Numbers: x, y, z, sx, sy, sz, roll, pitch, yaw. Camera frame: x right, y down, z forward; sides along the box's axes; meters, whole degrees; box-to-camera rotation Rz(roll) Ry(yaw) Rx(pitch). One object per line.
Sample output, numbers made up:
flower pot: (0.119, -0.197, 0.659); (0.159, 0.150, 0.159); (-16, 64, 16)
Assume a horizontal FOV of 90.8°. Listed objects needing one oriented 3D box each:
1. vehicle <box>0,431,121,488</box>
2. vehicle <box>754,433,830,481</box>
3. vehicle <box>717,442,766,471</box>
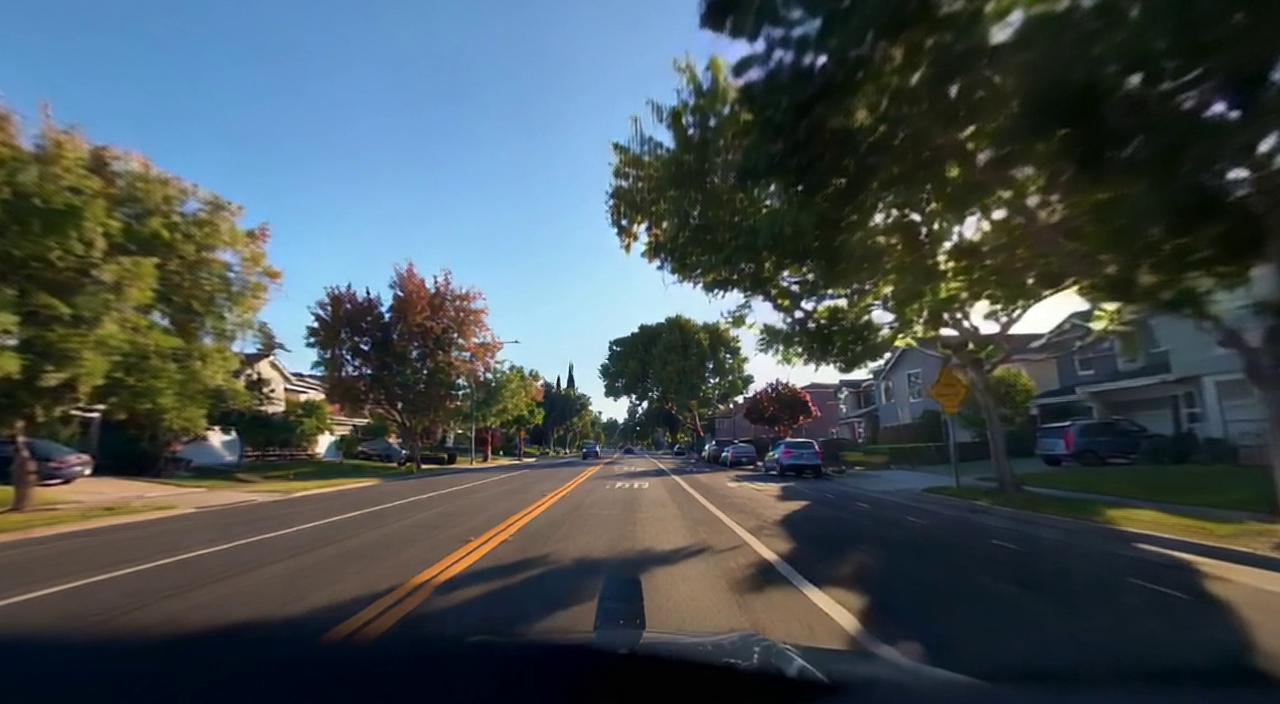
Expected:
vehicle: (-19.662, 3.364, 20.047); (4.497, 1.674, 2.168); (-1, -8, 4)
vehicle: (6.500, 4.517, 27.519); (2.099, 1.878, 4.476); (0, -8, -1)
vehicle: (6.236, 6.434, 39.256); (2.226, 1.682, 4.461); (0, -8, -1)
